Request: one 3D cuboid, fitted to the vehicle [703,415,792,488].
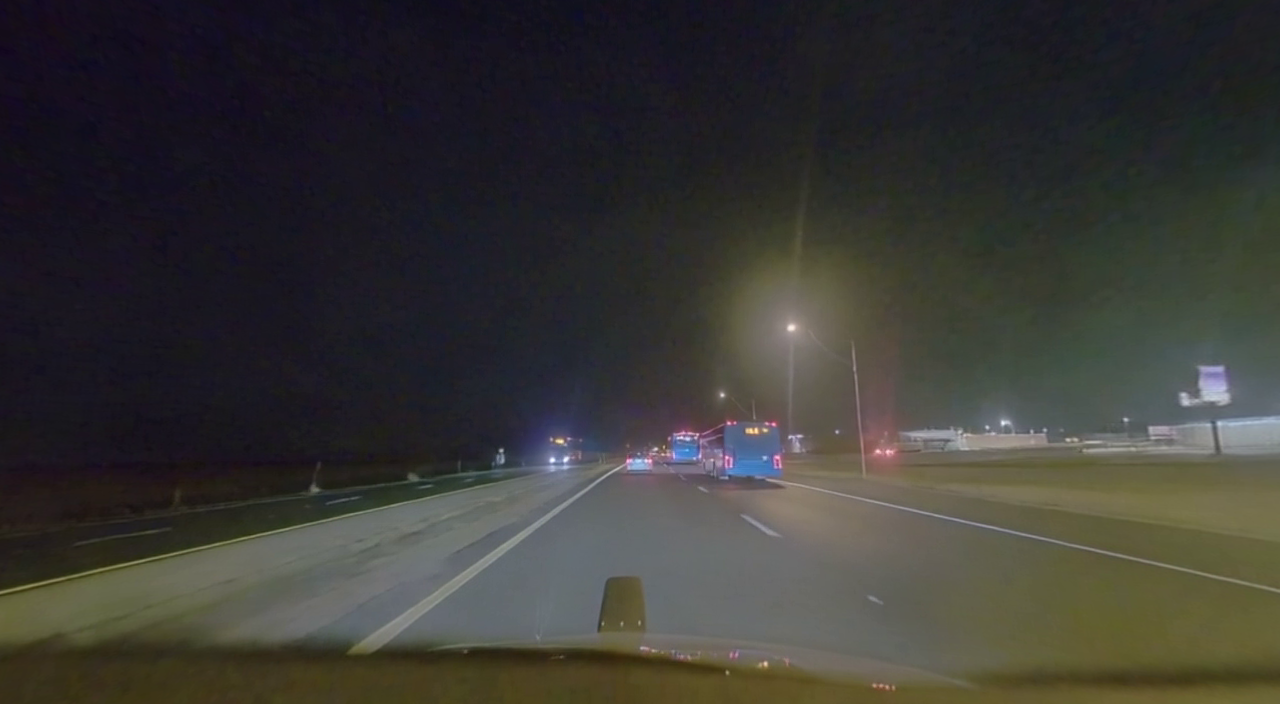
[{"bbox_3d":[4.100,4.000,25.347,2.440,2.555,5.957,0,-9,-1],"label":"vehicle"}]

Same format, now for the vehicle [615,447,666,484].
[{"bbox_3d":[-0.016,4.750,26.598,2.004,1.449,3.817,0,-9,-1],"label":"vehicle"}]
